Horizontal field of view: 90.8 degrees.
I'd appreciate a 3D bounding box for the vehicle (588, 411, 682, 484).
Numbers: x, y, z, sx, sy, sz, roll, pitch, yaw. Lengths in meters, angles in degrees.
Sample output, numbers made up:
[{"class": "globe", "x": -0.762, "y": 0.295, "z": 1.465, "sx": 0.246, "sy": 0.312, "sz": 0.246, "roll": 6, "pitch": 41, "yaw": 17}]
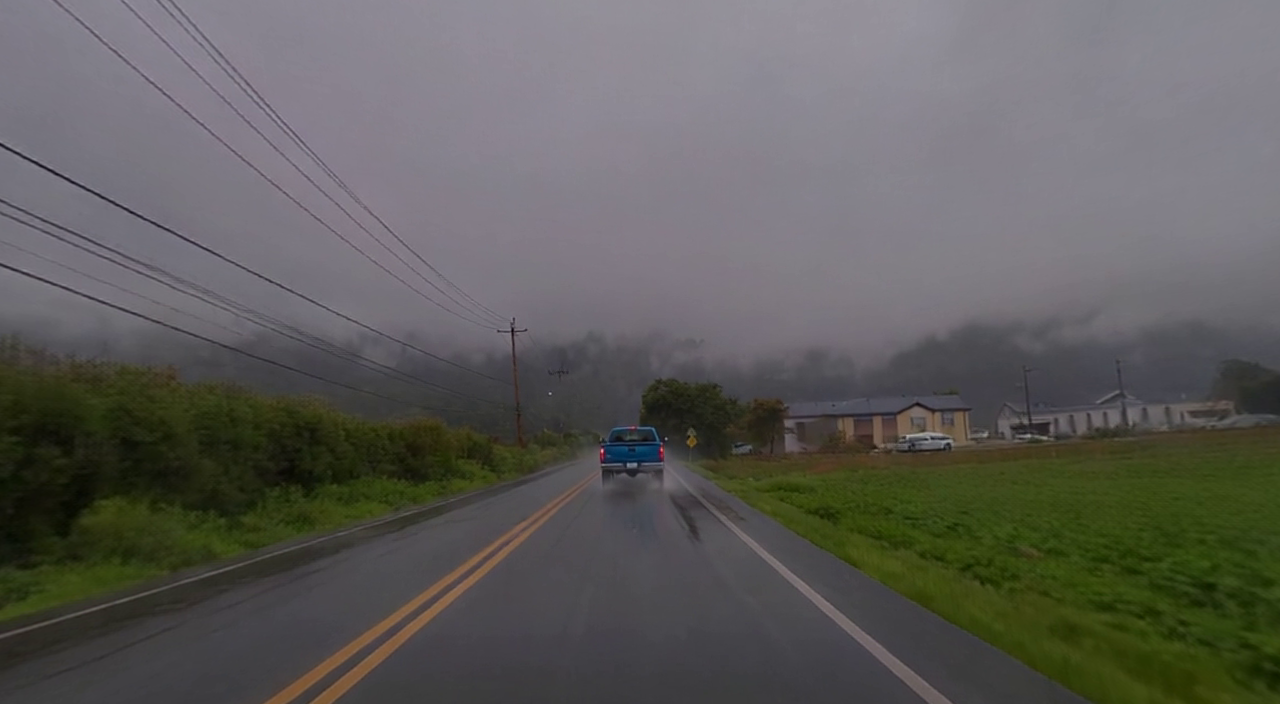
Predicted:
[{"class": "vehicle", "x": -0.259, "y": 3.599, "z": 23.980, "sx": 3.021, "sy": 2.326, "sz": 7.410, "roll": 0, "pitch": -8, "yaw": -1}]
